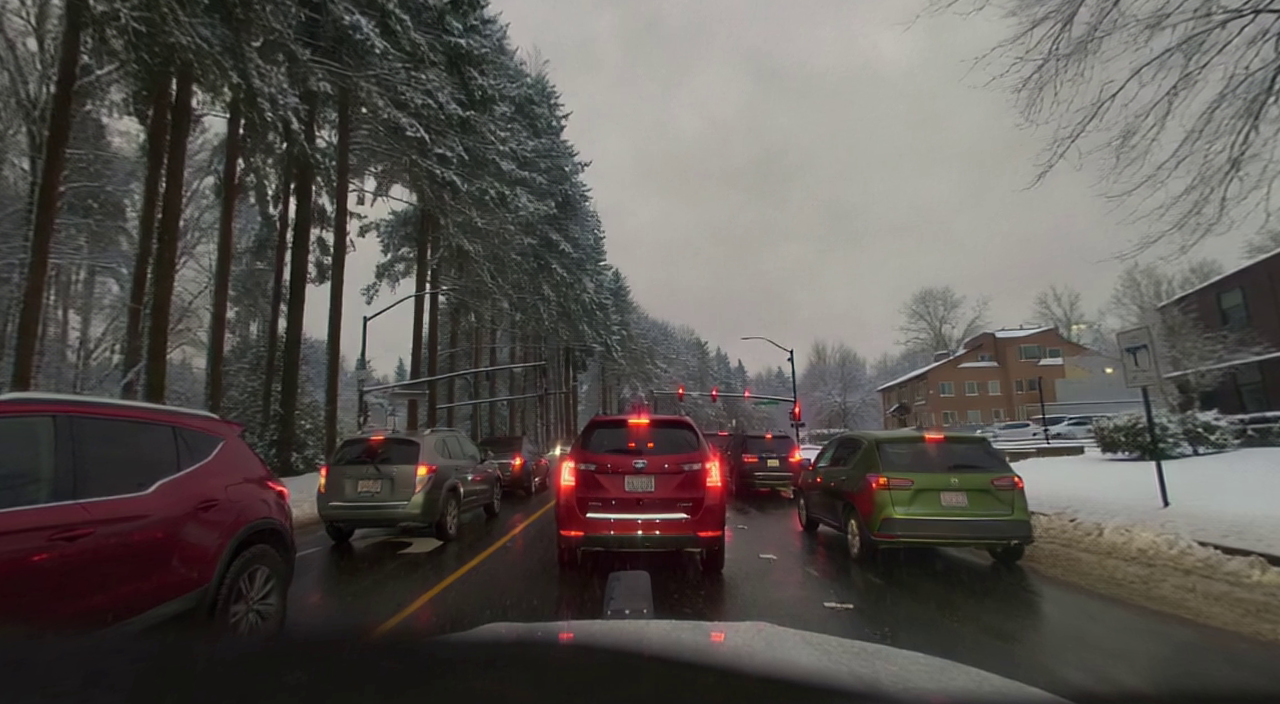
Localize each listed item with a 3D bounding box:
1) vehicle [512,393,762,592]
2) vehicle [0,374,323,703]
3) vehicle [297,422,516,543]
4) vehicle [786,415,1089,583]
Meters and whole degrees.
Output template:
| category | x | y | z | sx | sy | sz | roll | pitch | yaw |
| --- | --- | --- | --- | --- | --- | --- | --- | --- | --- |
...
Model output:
| category | x | y | z | sx | sy | sz | roll | pitch | yaw |
| --- | --- | --- | --- | --- | --- | --- | --- | --- | --- |
| vehicle | -0.006 | 1.538 | 7.656 | 2.193 | 1.744 | 4.033 | 0 | -8 | 1 |
| vehicle | -3.781 | 0.998 | 3.282 | 1.929 | 1.641 | 4.193 | 0 | -8 | 2 |
| vehicle | -3.656 | 2.122 | 10.911 | 2.042 | 1.641 | 4.314 | 0 | -8 | 1 |
| vehicle | 3.256 | 1.668 | 7.865 | 1.922 | 1.579 | 3.642 | 0 | -8 | -1 |
